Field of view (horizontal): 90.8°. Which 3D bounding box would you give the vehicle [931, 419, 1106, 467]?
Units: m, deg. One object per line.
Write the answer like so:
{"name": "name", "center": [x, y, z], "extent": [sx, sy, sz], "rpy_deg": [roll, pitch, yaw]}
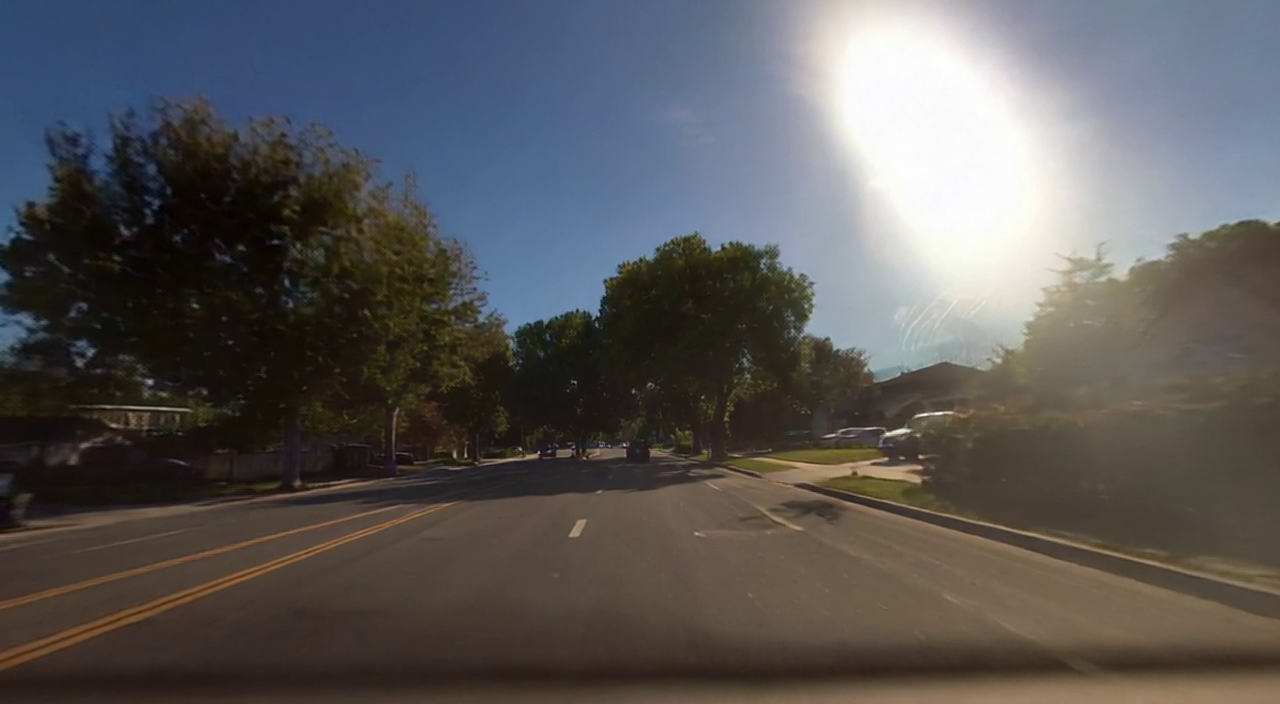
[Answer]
{"name": "vehicle", "center": [12.096, 2.939, 20.413], "extent": [4.415, 1.467, 1.865], "rpy_deg": [0, -8, 0]}

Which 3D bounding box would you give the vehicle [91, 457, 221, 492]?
{"name": "vehicle", "center": [-22.197, 5.623, 29.111], "extent": [4.363, 1.503, 1.859], "rpy_deg": [0, -8, -3]}

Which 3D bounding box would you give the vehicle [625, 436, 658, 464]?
{"name": "vehicle", "center": [0.046, 6.841, 44.154], "extent": [2.215, 1.799, 4.426], "rpy_deg": [0, -8, -2]}
